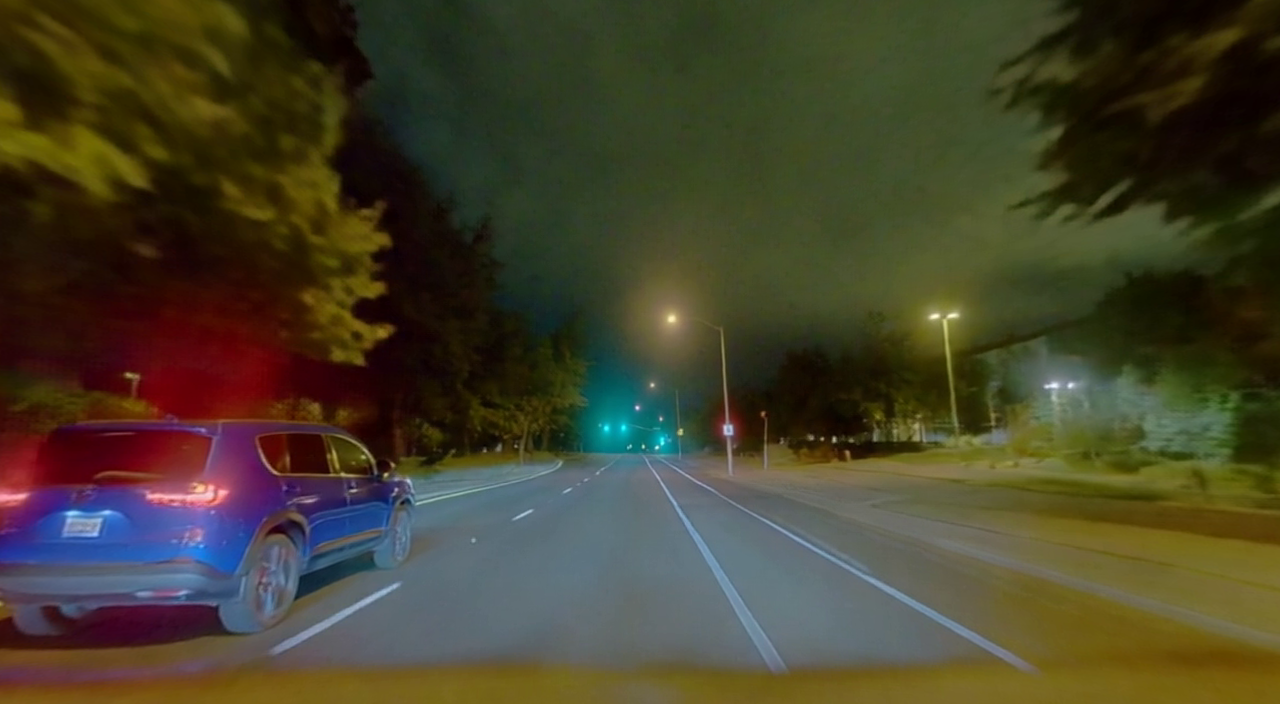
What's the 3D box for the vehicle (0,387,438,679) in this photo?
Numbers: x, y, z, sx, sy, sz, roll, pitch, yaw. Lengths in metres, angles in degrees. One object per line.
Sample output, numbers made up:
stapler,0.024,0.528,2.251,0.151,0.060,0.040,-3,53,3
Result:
vehicle,-3.728,1.406,6.022,2.121,1.724,4.392,0,-9,0
